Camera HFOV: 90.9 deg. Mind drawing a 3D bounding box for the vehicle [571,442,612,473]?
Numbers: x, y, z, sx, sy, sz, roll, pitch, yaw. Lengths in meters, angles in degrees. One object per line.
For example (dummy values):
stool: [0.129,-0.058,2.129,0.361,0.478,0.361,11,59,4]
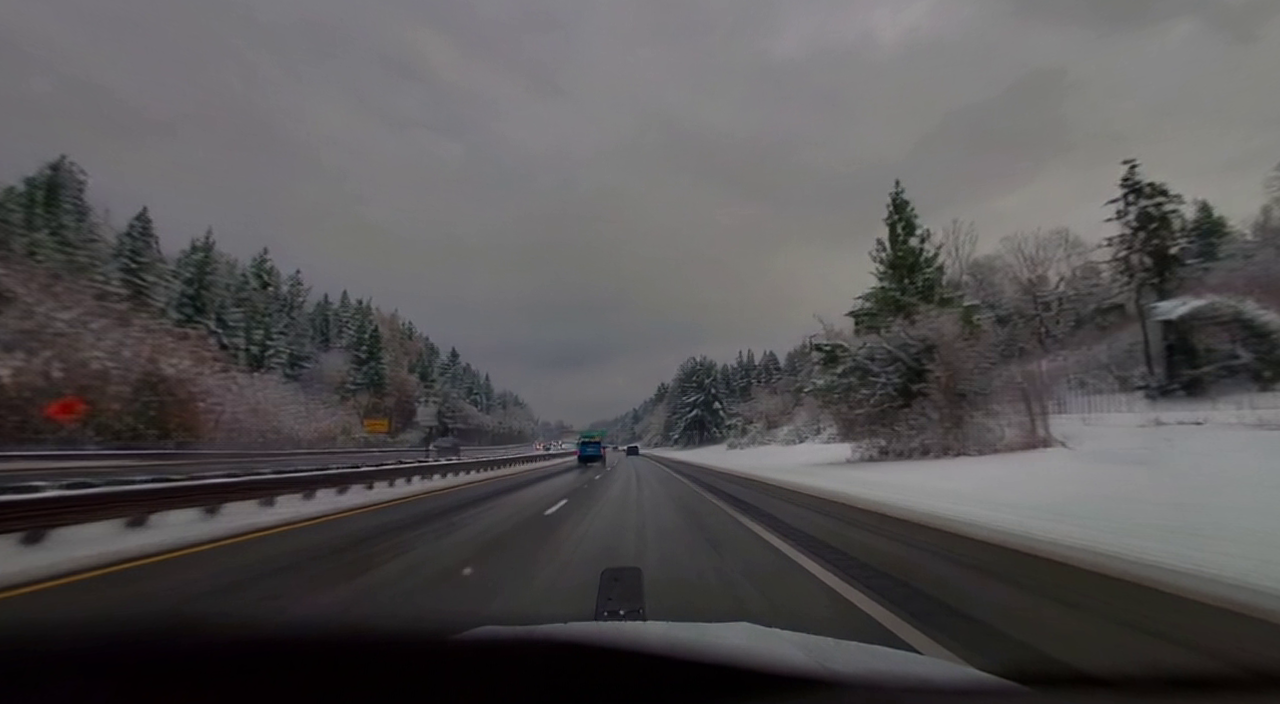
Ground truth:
vehicle: [-2.960,6.574,39.429,2.135,1.755,4.476,0,-9,0]
